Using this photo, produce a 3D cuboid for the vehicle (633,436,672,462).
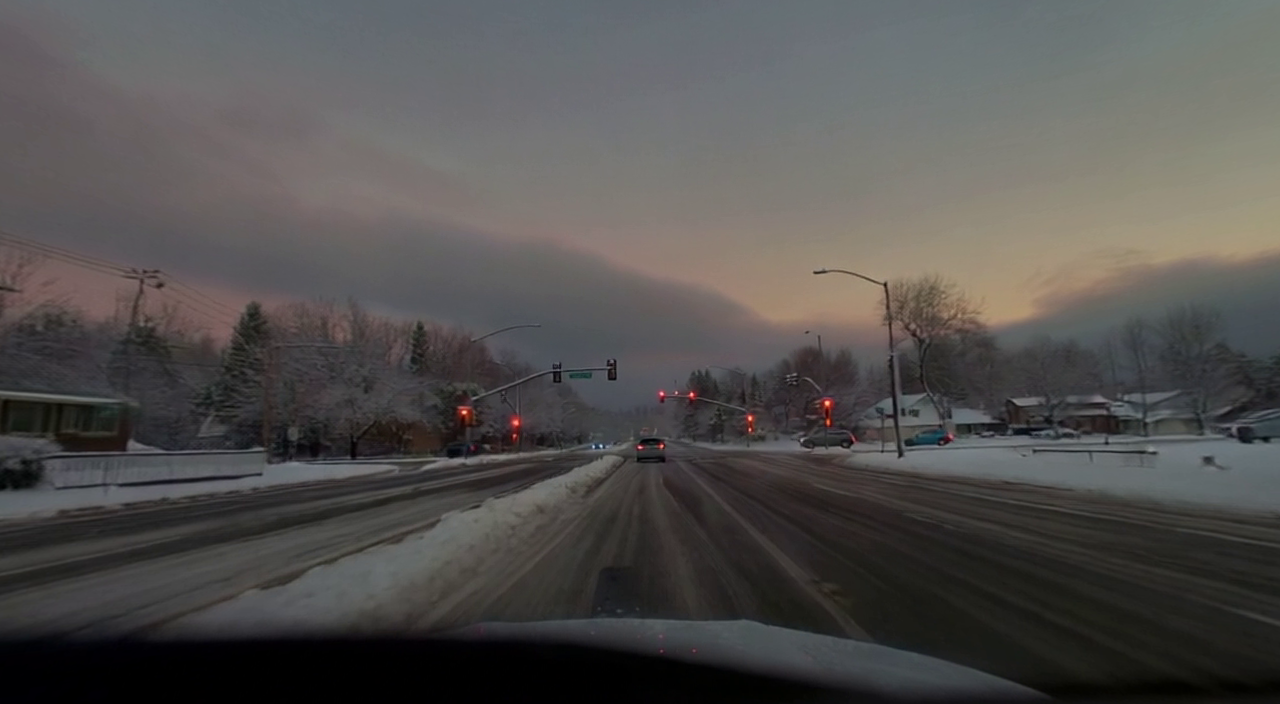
[{"bbox_3d":[0.858,6.353,41.504,2.074,1.570,3.647,0,-8,9],"label":"vehicle"}]
